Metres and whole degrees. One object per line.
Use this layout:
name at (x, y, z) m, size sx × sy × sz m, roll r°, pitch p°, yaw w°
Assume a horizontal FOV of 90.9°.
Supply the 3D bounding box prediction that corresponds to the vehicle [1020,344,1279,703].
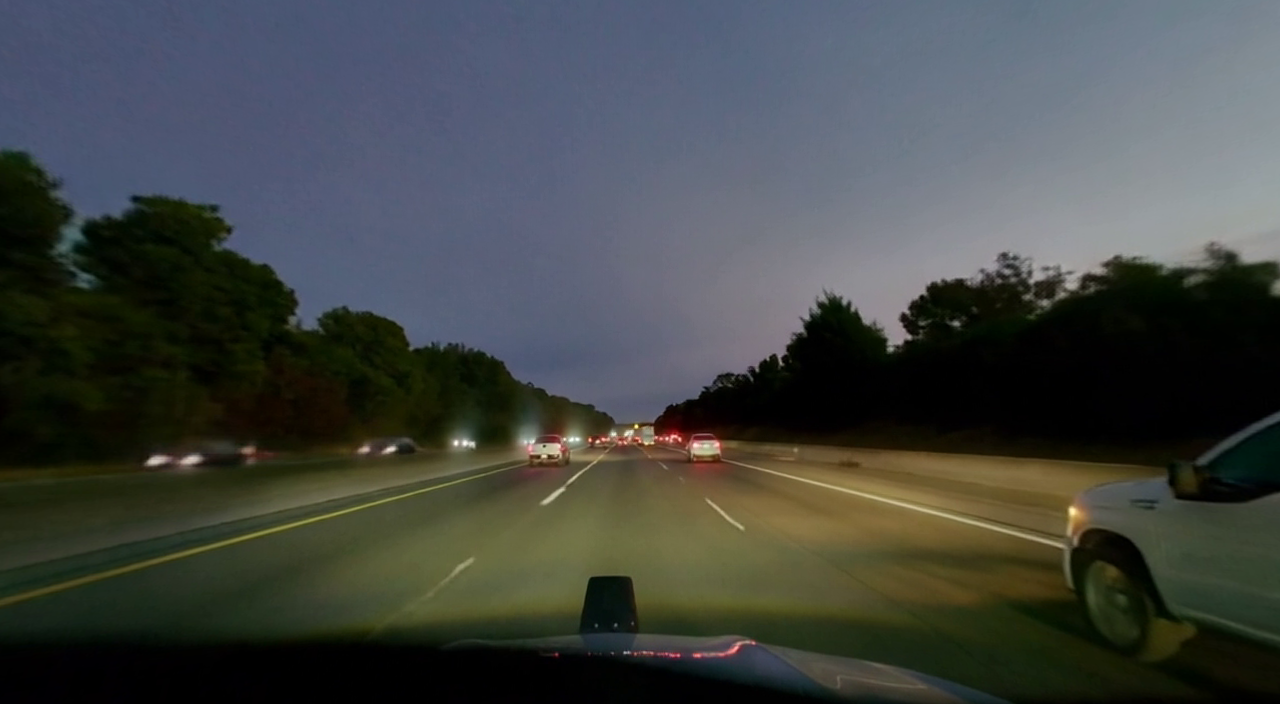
vehicle at (3.506, 0.693, 1.701) m, size 1.949 × 1.639 × 4.748 m, roll 0°, pitch -8°, yaw -1°

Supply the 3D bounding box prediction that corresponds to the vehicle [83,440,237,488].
vehicle at (-16.131, 3.743, 21.556) m, size 1.863 × 1.450 × 4.406 m, roll 0°, pitch -8°, yaw -1°

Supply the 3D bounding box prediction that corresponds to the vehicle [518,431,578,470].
vehicle at (-4.058, 4.399, 28.541) m, size 2.011 × 1.614 × 4.808 m, roll 0°, pitch -8°, yaw -1°

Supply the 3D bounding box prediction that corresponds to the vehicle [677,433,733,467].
vehicle at (2.890, 4.463, 28.983) m, size 1.990 × 1.480 × 3.865 m, roll 0°, pitch -8°, yaw -2°

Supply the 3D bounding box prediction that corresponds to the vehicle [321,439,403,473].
vehicle at (-12.582, 4.686, 28.883) m, size 1.865 × 1.416 × 4.371 m, roll 0°, pitch -8°, yaw -2°
